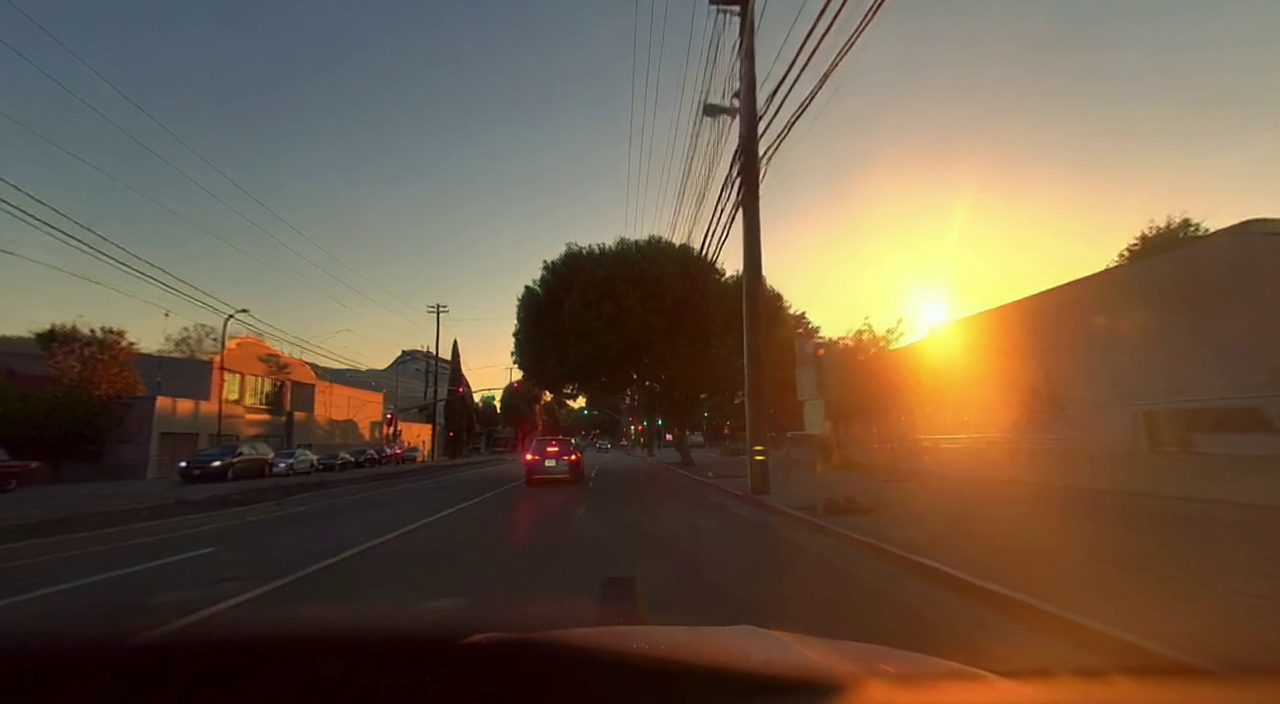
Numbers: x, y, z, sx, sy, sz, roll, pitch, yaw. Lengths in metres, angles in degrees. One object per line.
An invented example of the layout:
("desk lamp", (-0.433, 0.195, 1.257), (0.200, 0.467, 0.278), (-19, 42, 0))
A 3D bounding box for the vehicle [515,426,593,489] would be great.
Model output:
("vehicle", (-2.562, 3.278, 19.868), (2.022, 1.757, 4.041), (0, -8, -2))

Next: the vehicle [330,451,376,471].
("vehicle", (-22.553, 8.544, 49.803), (1.790, 1.415, 4.450), (1, -8, -4))

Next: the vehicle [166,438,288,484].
("vehicle", (-21.582, 5.691, 33.468), (2.369, 2.159, 6.388), (0, -8, -3))
